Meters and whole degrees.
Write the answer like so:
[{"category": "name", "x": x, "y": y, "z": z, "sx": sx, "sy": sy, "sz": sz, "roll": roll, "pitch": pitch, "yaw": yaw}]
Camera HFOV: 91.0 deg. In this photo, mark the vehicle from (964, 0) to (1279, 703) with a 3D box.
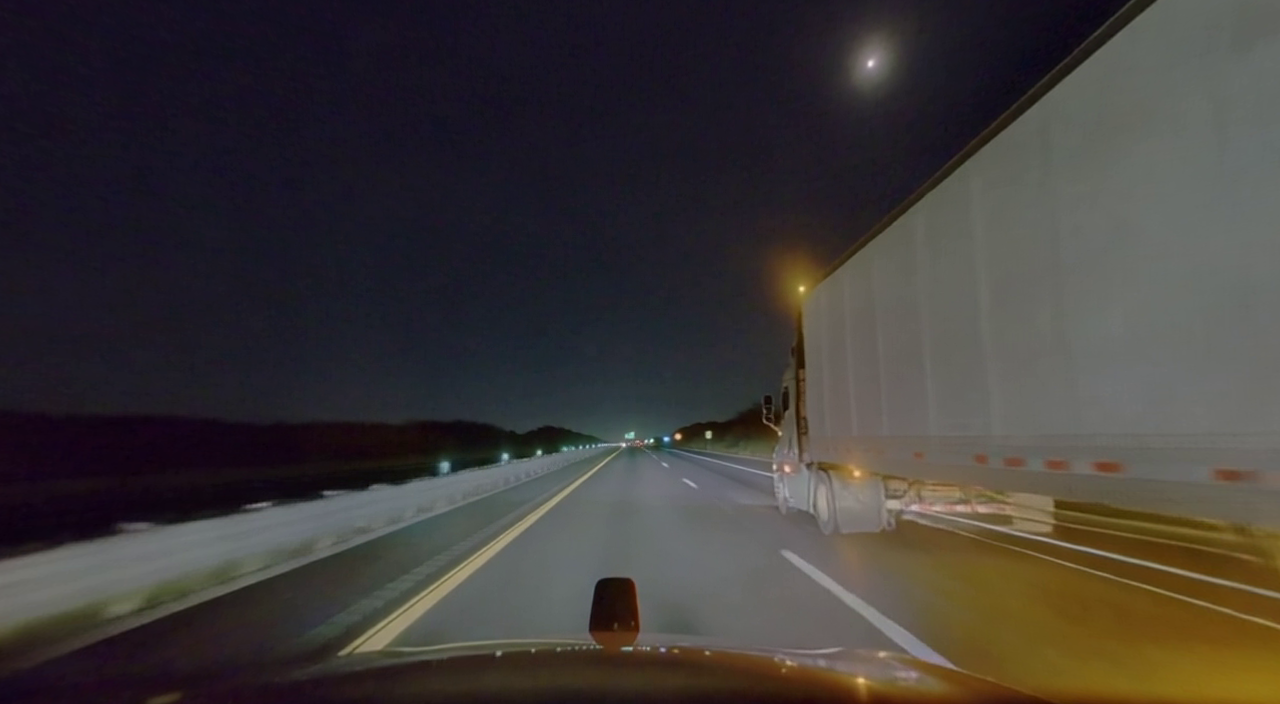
[{"category": "vehicle", "x": 3.458, "y": -0.163, "z": 0.291, "sx": 2.702, "sy": 3.193, "sz": 7.196, "roll": -1, "pitch": -8, "yaw": 0}]
